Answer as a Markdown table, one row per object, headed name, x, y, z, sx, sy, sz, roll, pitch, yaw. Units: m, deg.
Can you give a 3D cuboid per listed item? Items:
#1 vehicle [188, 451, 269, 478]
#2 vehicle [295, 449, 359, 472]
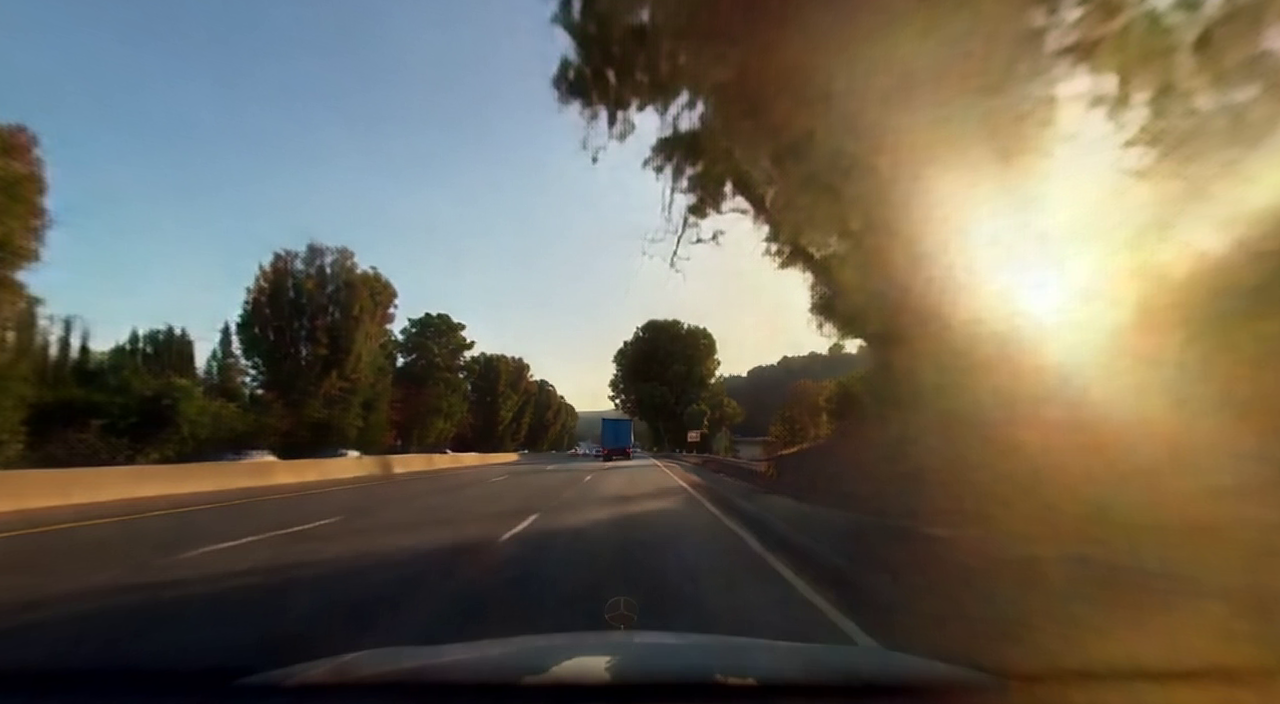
| name | x | y | z | sx | sy | sz | roll | pitch | yaw |
| --- | --- | --- | --- | --- | --- | --- | --- | --- | --- |
| vehicle | -25.104 | 6.856 | 38.756 | 1.833 | 1.477 | 4.743 | 0 | -8 | -1 |
| vehicle | -21.308 | 7.400 | 43.301 | 1.992 | 1.492 | 4.727 | 0 | -8 | 0 |
